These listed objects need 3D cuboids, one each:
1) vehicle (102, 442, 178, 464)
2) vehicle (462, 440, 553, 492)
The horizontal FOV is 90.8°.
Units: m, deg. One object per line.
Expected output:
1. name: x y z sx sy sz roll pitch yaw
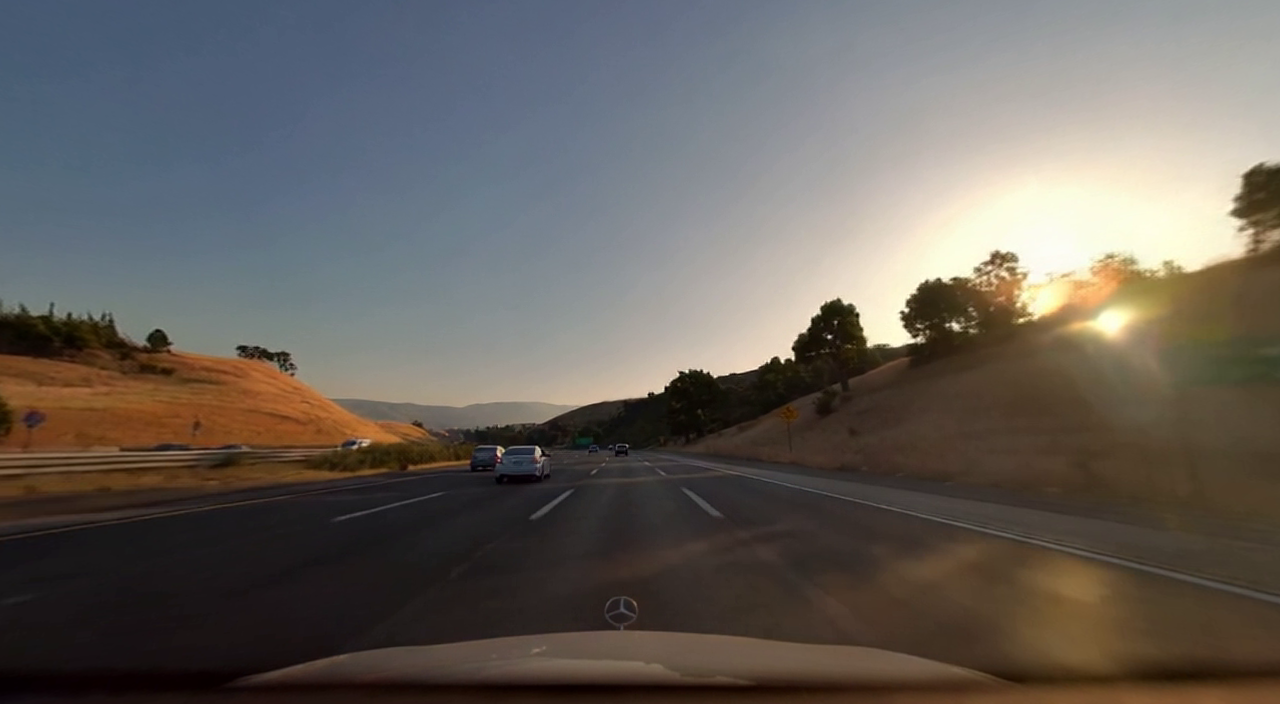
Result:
1. vehicle: -36.732 7.420 46.546 1.880 1.484 4.668 0 -9 -2
2. vehicle: -4.264 3.741 21.127 2.073 1.516 4.478 0 -9 0
